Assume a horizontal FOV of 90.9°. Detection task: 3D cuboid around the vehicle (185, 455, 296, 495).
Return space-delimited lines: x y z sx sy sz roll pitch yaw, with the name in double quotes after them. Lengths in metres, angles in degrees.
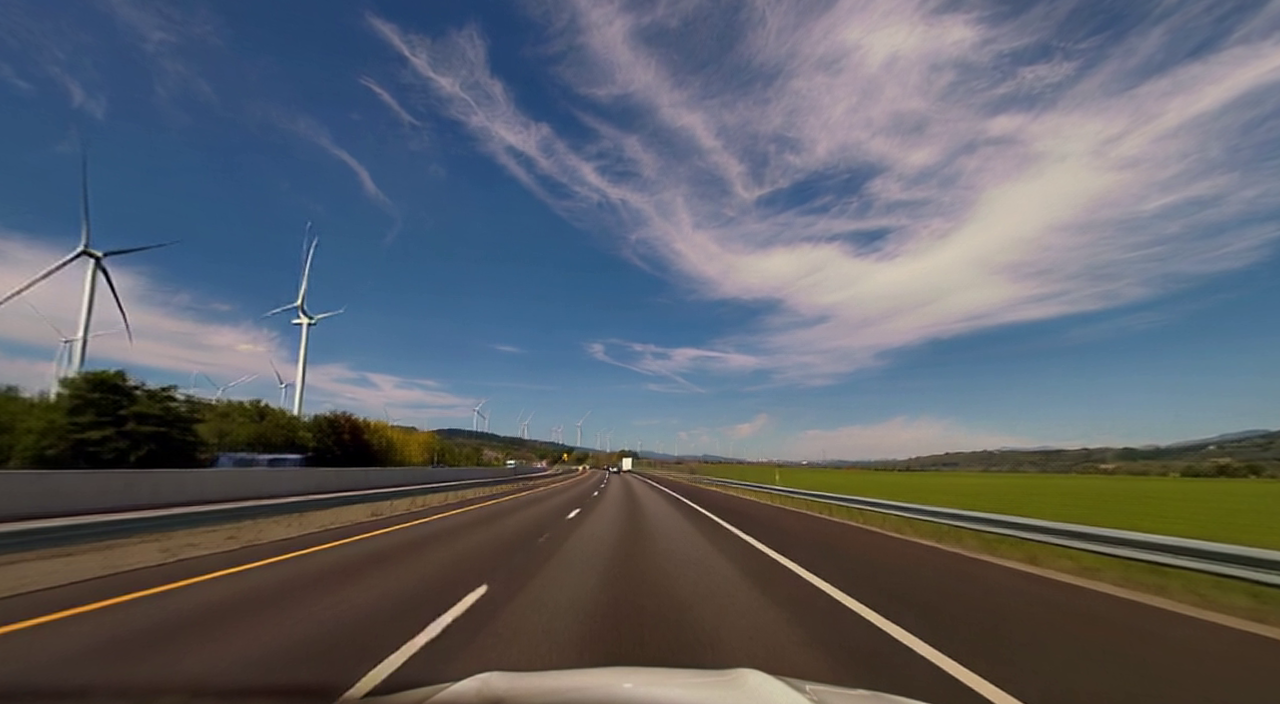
-16.299 5.057 26.020 1.783 1.448 4.377 1 -11 -1 "vehicle"
